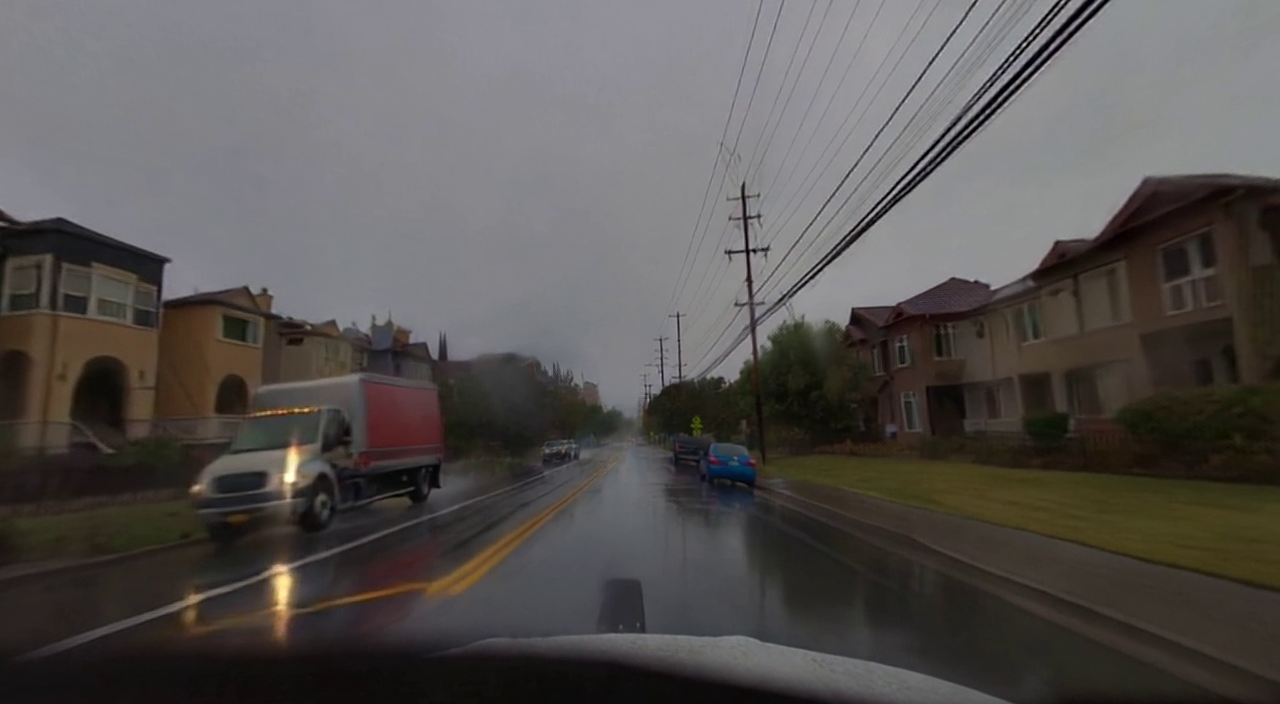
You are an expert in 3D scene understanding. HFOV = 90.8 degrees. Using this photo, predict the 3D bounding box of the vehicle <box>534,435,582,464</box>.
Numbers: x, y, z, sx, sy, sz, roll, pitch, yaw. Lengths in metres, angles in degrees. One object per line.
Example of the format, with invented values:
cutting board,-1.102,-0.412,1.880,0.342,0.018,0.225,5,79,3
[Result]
vehicle,-5.893,7.124,46.319,2.427,1.998,5.239,-1,-8,4

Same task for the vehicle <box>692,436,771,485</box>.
vehicle,2.980,3.658,21.617,1.890,1.463,4.952,0,-8,-1

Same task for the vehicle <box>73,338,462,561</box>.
vehicle,-6.544,1.936,13.217,3.197,3.187,7.847,-2,-8,2
